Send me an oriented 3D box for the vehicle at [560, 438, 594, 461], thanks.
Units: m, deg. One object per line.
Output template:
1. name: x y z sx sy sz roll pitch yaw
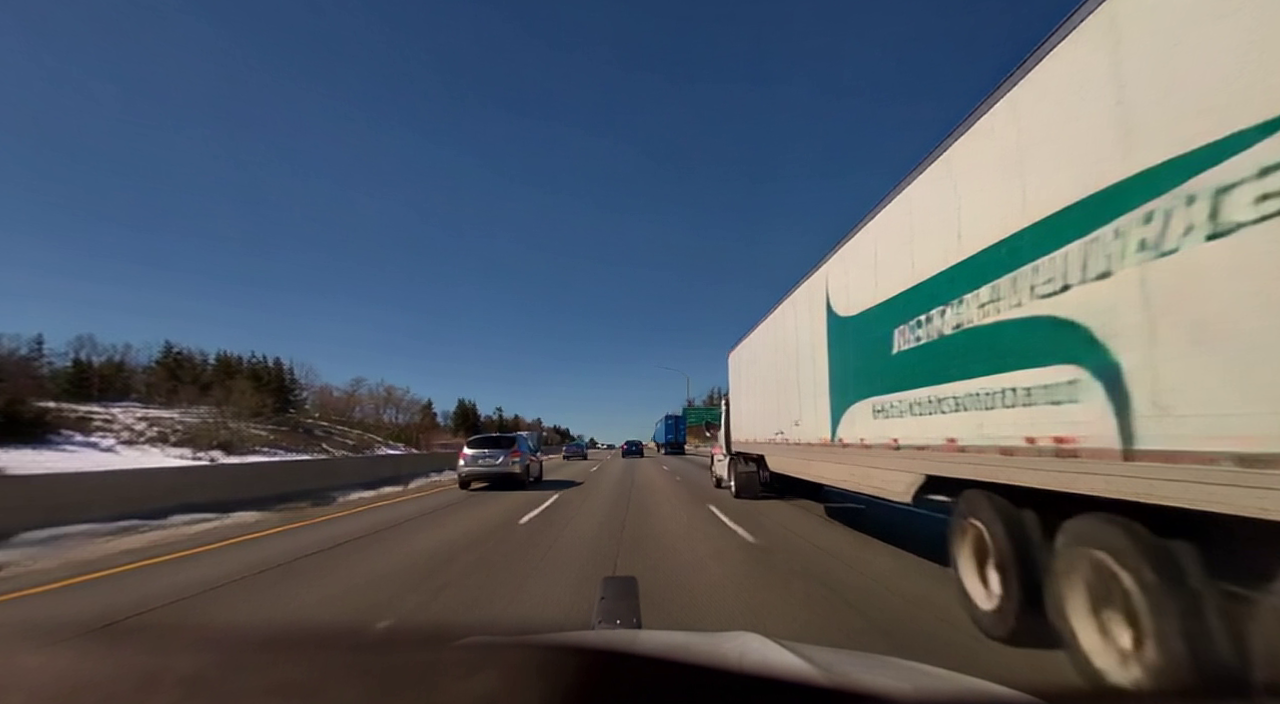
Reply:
1. vehicle: -4.402 6.908 44.721 2.021 1.514 4.190 0 -8 -1

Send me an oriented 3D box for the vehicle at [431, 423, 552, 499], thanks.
1. vehicle: -3.614 2.721 16.208 2.054 1.671 4.445 0 -8 0

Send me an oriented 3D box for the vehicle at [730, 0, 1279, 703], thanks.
1. vehicle: 3.710 0.308 7.233 2.959 4.058 14.485 0 -8 -1

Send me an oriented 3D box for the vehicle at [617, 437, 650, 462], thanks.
1. vehicle: -0.441 6.389 41.438 2.088 1.567 4.240 0 -8 -1
